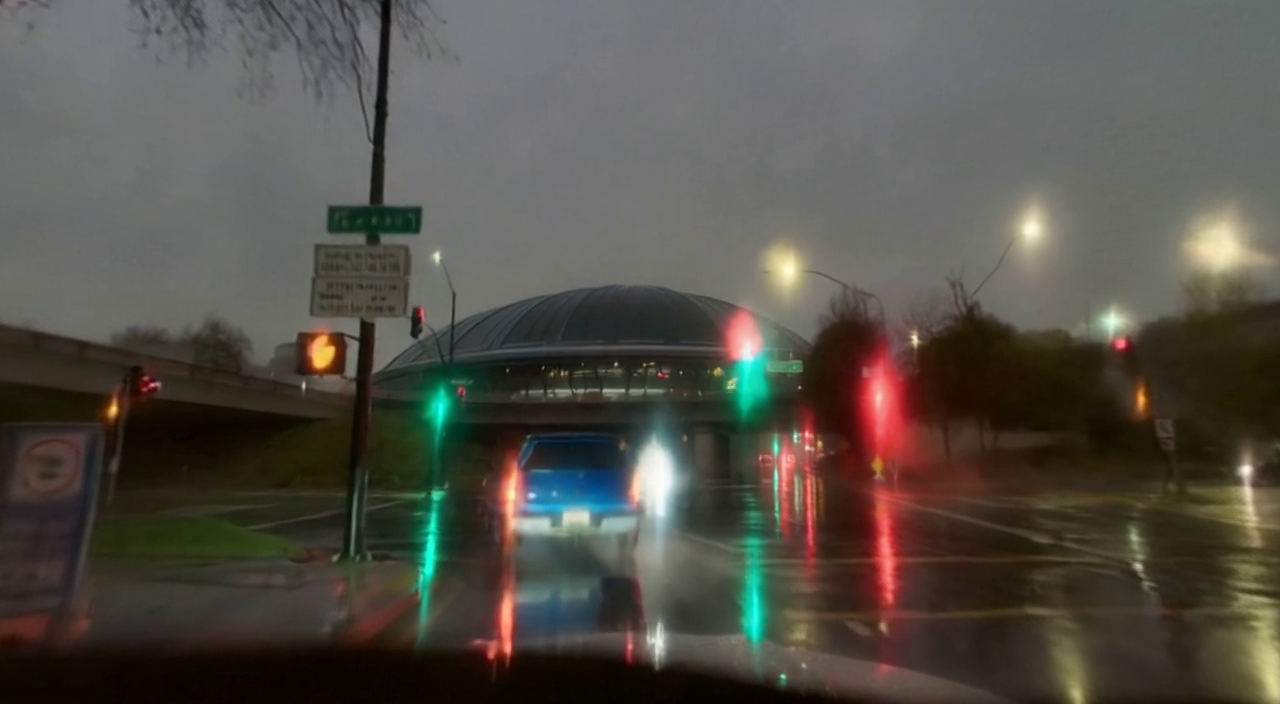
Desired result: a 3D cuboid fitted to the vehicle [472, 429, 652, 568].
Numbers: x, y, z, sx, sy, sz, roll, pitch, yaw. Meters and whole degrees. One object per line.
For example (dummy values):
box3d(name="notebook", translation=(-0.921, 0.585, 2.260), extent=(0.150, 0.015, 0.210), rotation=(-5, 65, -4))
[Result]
box3d(name="vehicle", translation=(-1.363, 2.023, 9.442), extent=(1.976, 1.584, 3.772), rotation=(3, -9, -17))
